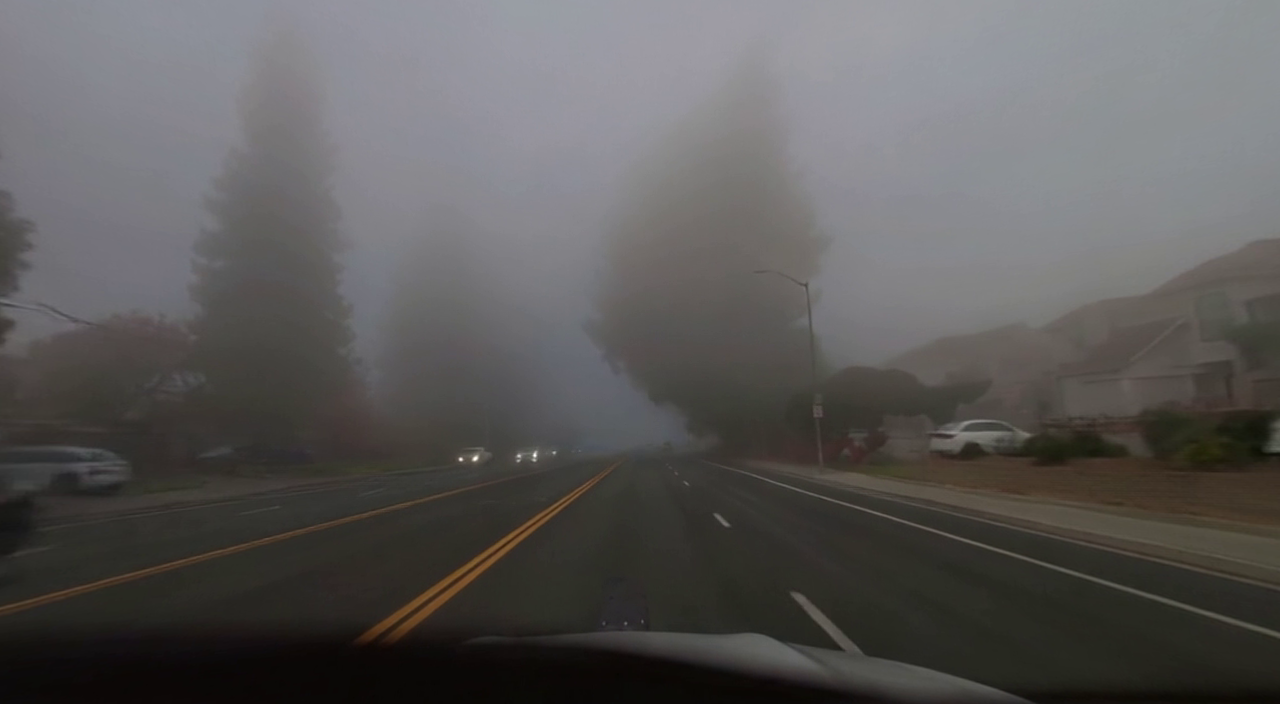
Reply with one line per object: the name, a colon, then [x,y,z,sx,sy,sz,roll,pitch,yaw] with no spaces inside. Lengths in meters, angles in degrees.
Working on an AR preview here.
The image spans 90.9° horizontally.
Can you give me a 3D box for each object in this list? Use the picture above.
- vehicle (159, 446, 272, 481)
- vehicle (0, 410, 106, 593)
vehicle: [-22.426,5.885,33.431,4.530,1.769,2.003,0,-8,1]
vehicle: [-7.170,1.290,5.039,2.000,1.738,4.251,0,-8,1]
